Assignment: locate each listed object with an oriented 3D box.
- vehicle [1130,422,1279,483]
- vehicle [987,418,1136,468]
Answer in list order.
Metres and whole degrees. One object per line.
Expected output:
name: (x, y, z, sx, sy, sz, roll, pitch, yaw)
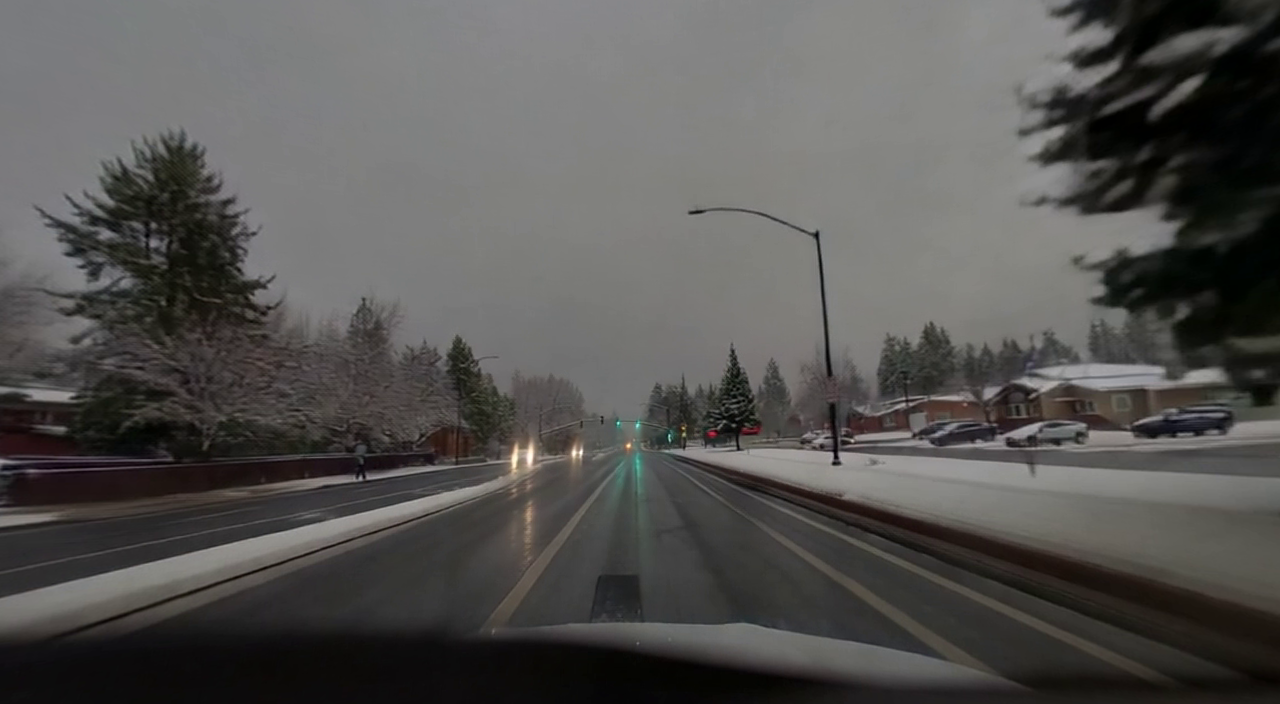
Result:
vehicle: (16.000, 2.673, 16.928, 1.849, 1.415, 4.801, 0, -8, 0)
vehicle: (15.618, 3.451, 23.849, 2.106, 1.670, 5.008, 0, -8, 0)
